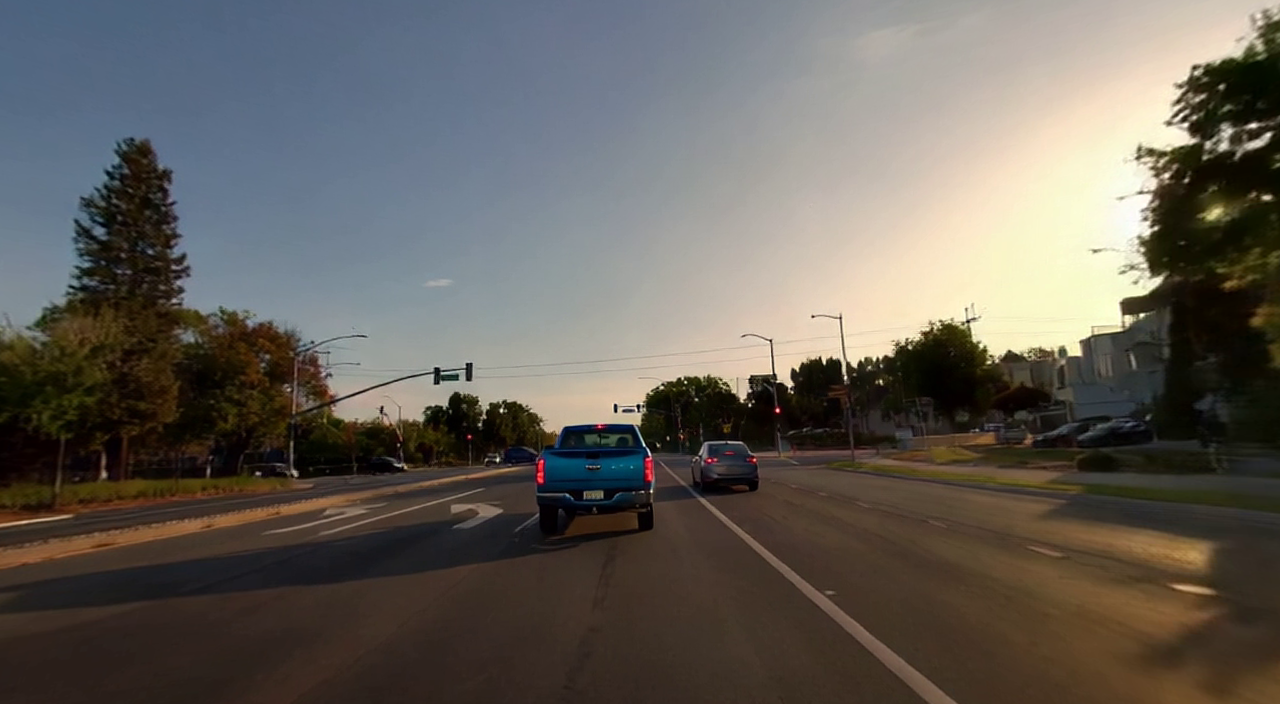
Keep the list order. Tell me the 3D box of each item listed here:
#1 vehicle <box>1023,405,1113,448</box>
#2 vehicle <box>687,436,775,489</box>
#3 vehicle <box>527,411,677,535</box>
[{"bbox_3d":[30.286,5.385,44.880,2.892,2.881,4.178,2,-9,-16],"label":"vehicle"},{"bbox_3d":[2.788,3.501,20.351,2.073,1.484,4.437,0,-8,-1],"label":"vehicle"},{"bbox_3d":[-0.553,2.087,11.482,2.145,1.762,4.731,0,-8,0],"label":"vehicle"}]
